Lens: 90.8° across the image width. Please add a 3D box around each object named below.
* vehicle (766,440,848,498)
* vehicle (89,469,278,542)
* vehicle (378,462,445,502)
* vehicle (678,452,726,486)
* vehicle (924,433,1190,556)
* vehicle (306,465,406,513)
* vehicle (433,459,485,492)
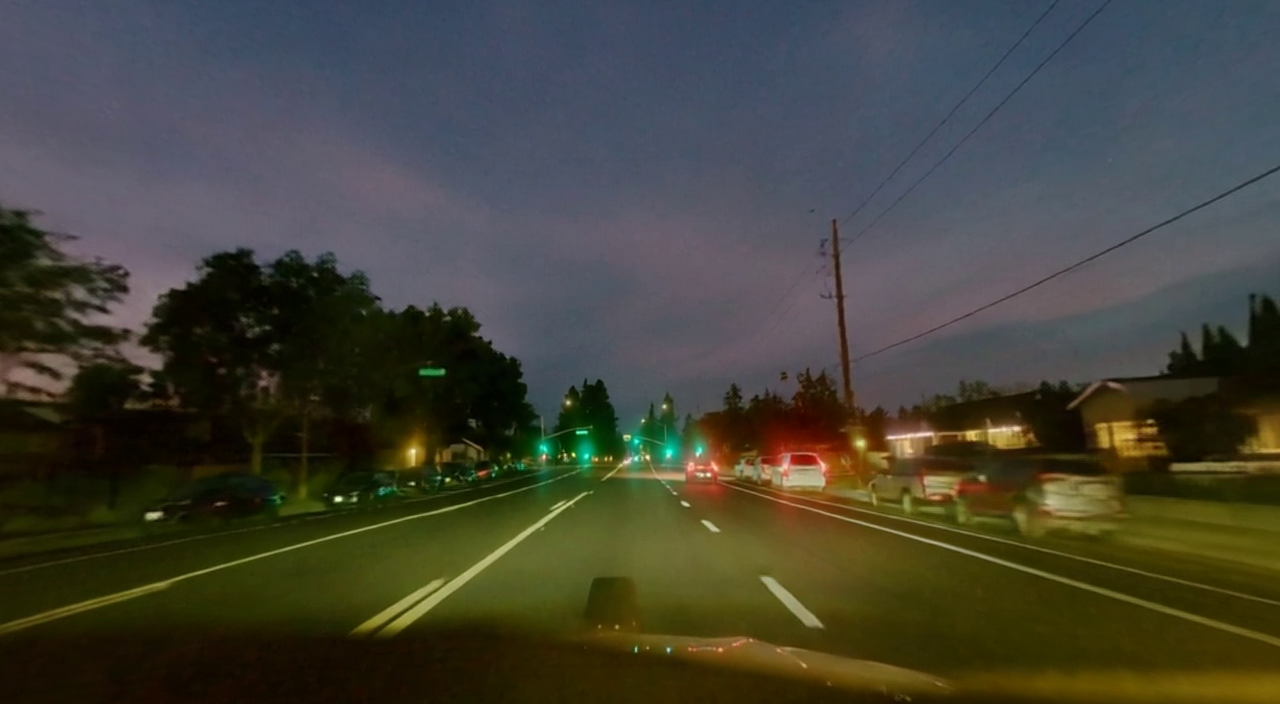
[{"bbox_3d":[7.213,5.087,27.942,2.081,2.286,4.941,0,-8,-2],"label":"vehicle"},{"bbox_3d":[-11.736,3.931,16.713,1.809,1.476,4.423,0,-8,-3],"label":"vehicle"},{"bbox_3d":[-11.652,6.619,32.513,1.921,1.770,4.265,0,-8,-1],"label":"vehicle"},{"bbox_3d":[3.232,6.176,33.768,1.951,1.620,4.582,0,-8,-2],"label":"vehicle"},{"bbox_3d":[7.534,2.552,12.177,1.873,1.867,4.673,0,-8,0],"label":"vehicle"},{"bbox_3d":[-11.813,5.691,26.729,1.888,1.668,5.052,0,-8,0],"label":"vehicle"},{"bbox_3d":[-11.536,7.859,40.587,2.049,1.848,4.693,0,-8,-1],"label":"vehicle"}]
